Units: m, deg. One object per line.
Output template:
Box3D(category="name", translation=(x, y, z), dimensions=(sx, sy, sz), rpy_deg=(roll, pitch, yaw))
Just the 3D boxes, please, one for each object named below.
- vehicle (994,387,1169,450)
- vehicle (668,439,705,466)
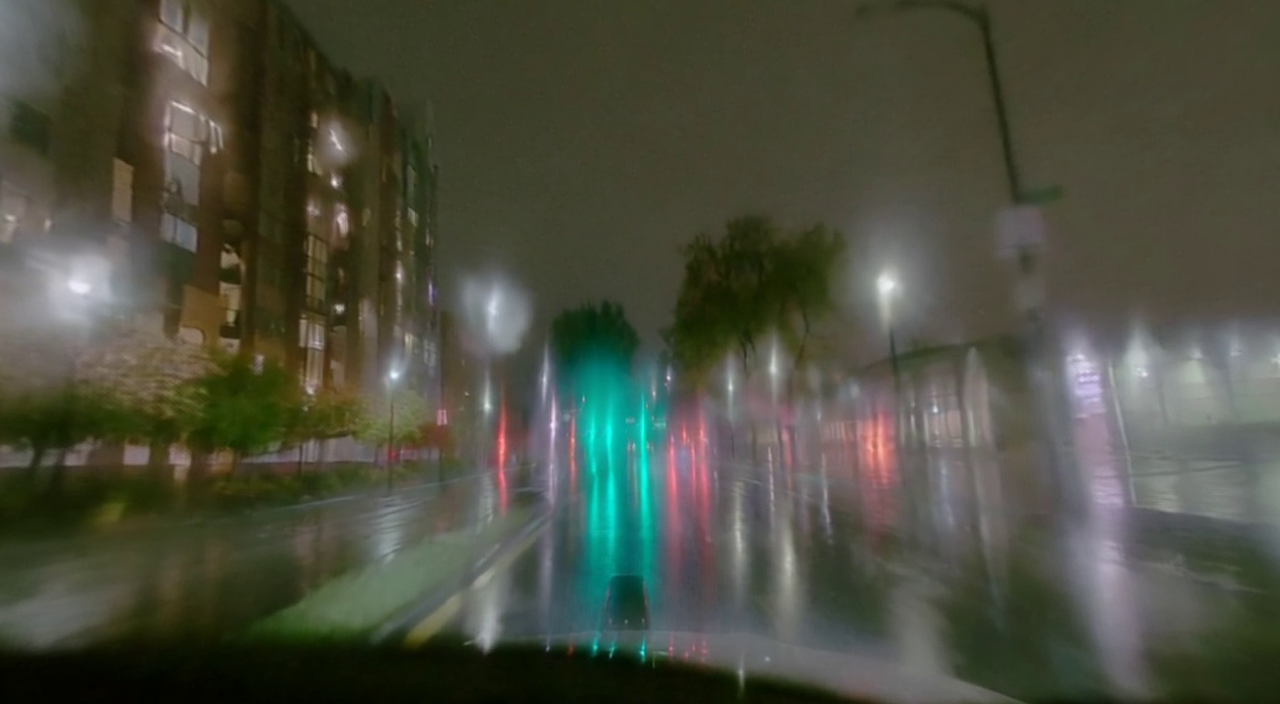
Box3D(category="vehicle", translation=(18.279, 2.741, 26.353), dimensions=(5.640, 2.310, 2.101), rpy_deg=(2, -5, 5))
Box3D(category="vehicle", translation=(3.120, 6.849, 43.120), dimensions=(2.129, 1.719, 4.205), rpy_deg=(0, -9, 0))
